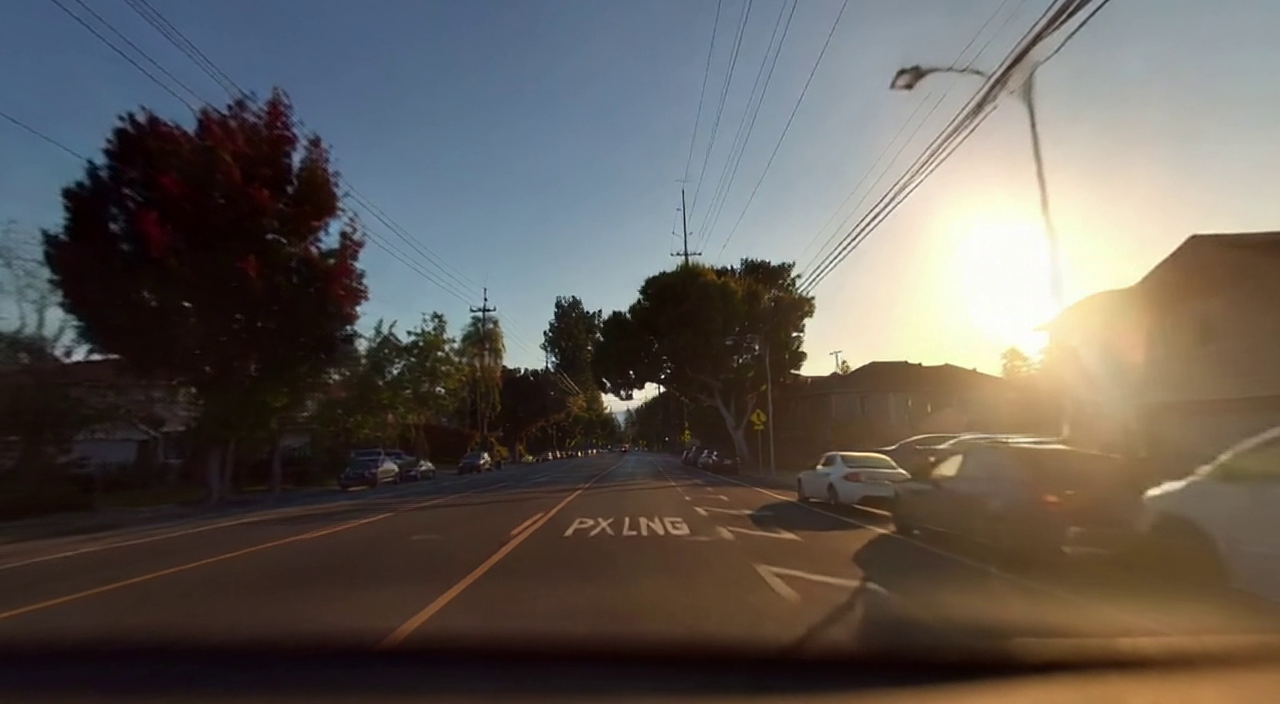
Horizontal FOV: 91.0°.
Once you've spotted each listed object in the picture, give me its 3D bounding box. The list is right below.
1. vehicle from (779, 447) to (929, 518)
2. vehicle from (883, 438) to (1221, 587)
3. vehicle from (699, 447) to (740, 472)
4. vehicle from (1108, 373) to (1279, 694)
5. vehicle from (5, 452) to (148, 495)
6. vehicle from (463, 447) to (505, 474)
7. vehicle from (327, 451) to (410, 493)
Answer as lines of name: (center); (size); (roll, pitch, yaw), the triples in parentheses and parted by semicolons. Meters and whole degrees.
vehicle: (5.026, 3.093, 15.563); (2.022, 1.464, 4.462); (0, -9, -2)
vehicle: (5.232, 2.040, 8.888); (1.879, 1.561, 4.224); (0, -9, 0)
vehicle: (4.938, 6.740, 39.673); (1.924, 1.471, 4.259); (0, -9, -2)
vehicle: (4.953, 0.940, 2.730); (2.123, 1.928, 4.752); (0, -9, 0)
vehicle: (-22.184, 4.776, 24.904); (3.745, 1.598, 1.927); (0, -9, -1)
vehicle: (-12.235, 8.489, 49.605); (2.116, 1.875, 4.675); (-3, -9, 0)
vehicle: (-12.400, 5.473, 29.093); (1.999, 1.650, 4.381); (-3, -9, -1)
